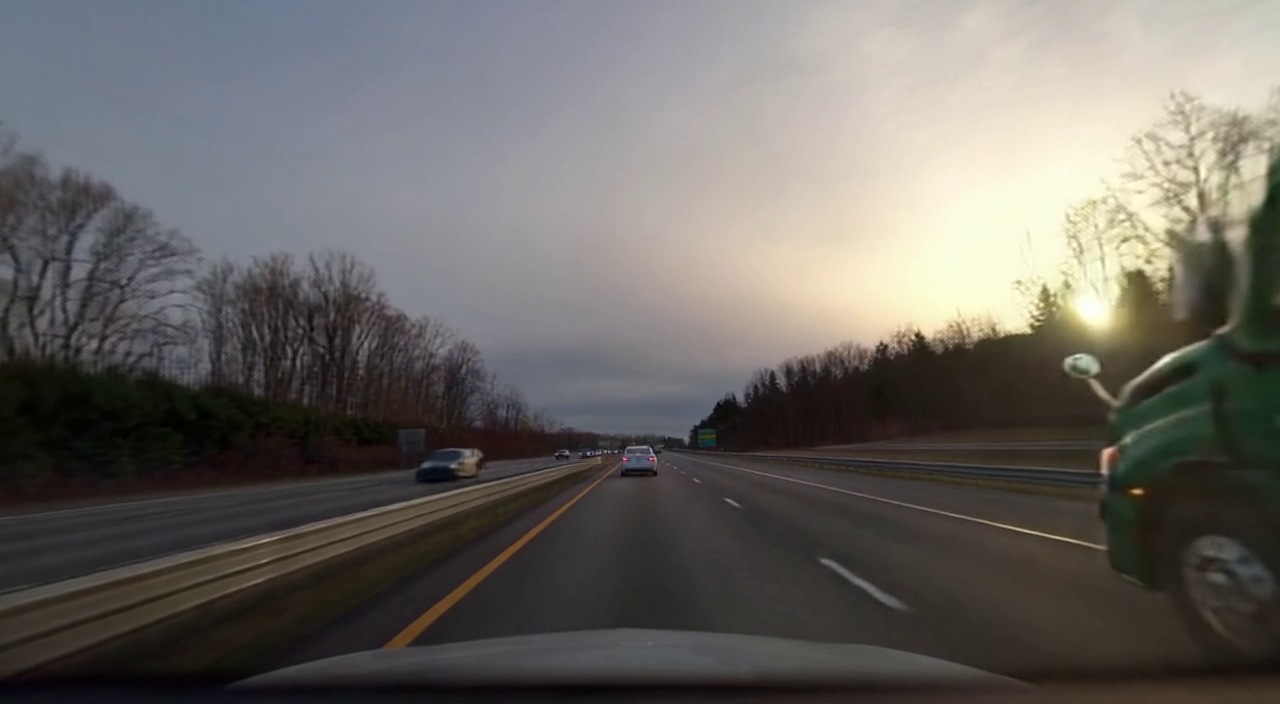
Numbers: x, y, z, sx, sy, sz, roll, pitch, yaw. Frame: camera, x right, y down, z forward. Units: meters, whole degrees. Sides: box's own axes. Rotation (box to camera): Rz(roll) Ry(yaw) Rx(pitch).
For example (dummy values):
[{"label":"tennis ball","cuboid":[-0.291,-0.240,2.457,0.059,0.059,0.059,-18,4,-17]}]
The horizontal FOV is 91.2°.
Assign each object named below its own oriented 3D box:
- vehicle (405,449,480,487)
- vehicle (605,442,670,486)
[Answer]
[{"label":"vehicle","cuboid":[-8.750,5.147,28.197,1.942,1.534,4.500,0,-9,-1]},{"label":"vehicle","cuboid":[-0.130,4.238,23.950,2.244,1.506,4.097,0,-9,-1]}]
